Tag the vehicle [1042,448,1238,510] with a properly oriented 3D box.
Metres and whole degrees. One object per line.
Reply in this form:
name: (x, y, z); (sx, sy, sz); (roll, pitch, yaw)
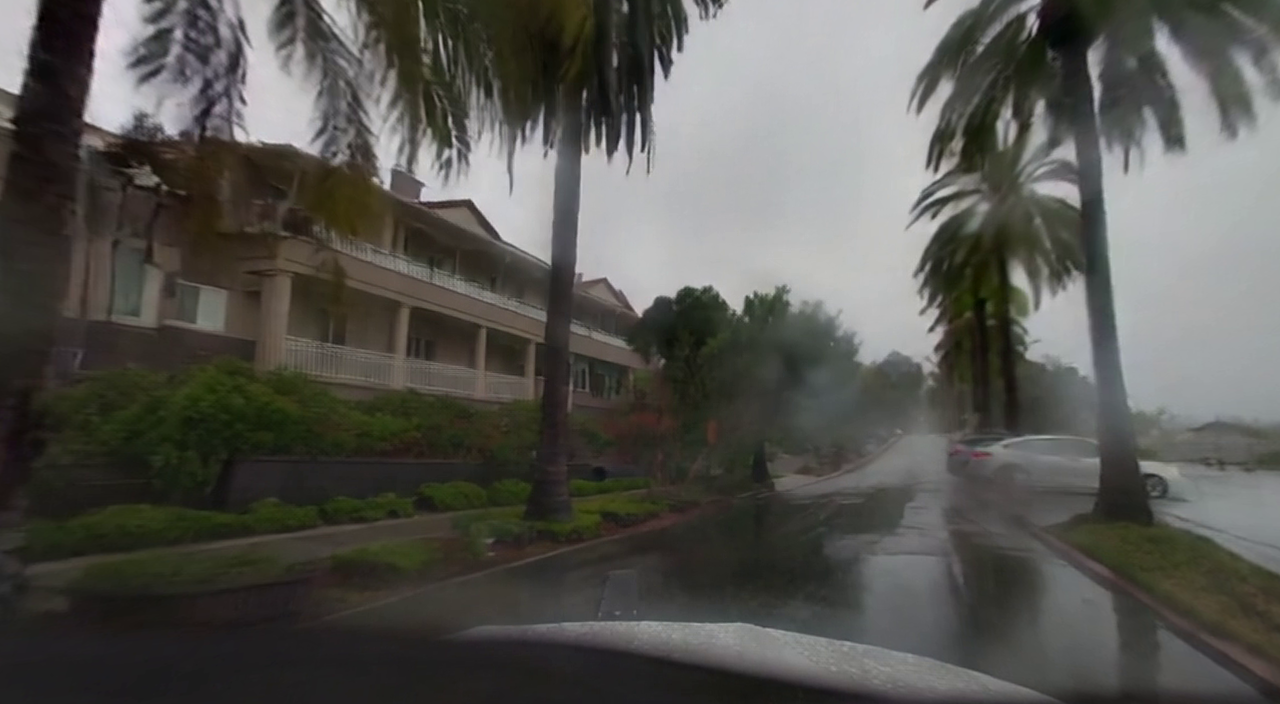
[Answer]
vehicle: (14.245, 3.616, 18.361); (4.195, 1.446, 1.979); (-3, -11, 33)
